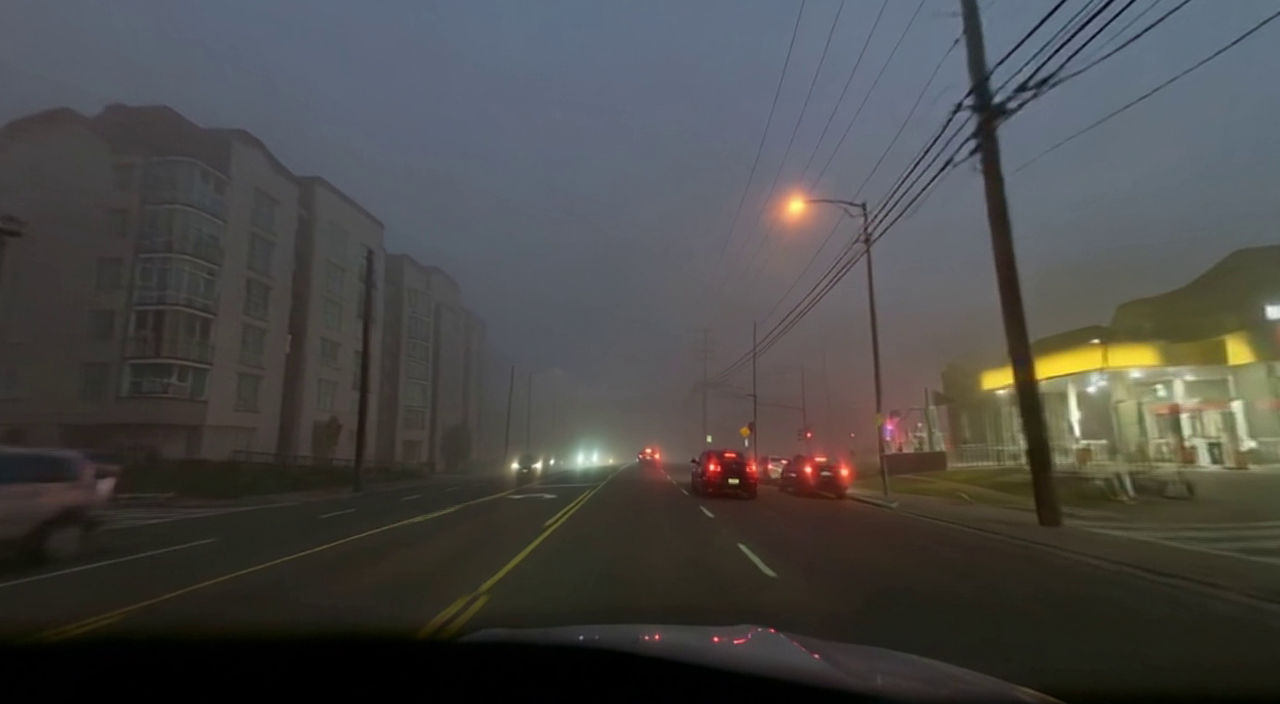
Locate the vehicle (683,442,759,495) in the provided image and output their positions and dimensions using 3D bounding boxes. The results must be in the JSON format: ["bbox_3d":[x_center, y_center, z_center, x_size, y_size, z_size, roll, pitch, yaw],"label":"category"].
[{"bbox_3d":[2.693,3.986,22.014,1.945,1.647,4.160,0,-8,-2],"label":"vehicle"}]

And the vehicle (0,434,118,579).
[{"bbox_3d":[-9.038,1.858,7.362,2.000,1.796,4.529,0,-8,0],"label":"vehicle"}]

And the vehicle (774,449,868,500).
[{"bbox_3d":[6.015,4.102,21.593,1.914,1.513,4.474,0,-8,1],"label":"vehicle"}]

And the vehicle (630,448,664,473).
[{"bbox_3d":[0.440,6.671,39.077,1.999,1.487,3.939,0,-8,1],"label":"vehicle"}]

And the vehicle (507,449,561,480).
[{"bbox_3d":[-5.545,5.947,33.610,2.033,1.495,4.216,-1,-8,2],"label":"vehicle"}]
